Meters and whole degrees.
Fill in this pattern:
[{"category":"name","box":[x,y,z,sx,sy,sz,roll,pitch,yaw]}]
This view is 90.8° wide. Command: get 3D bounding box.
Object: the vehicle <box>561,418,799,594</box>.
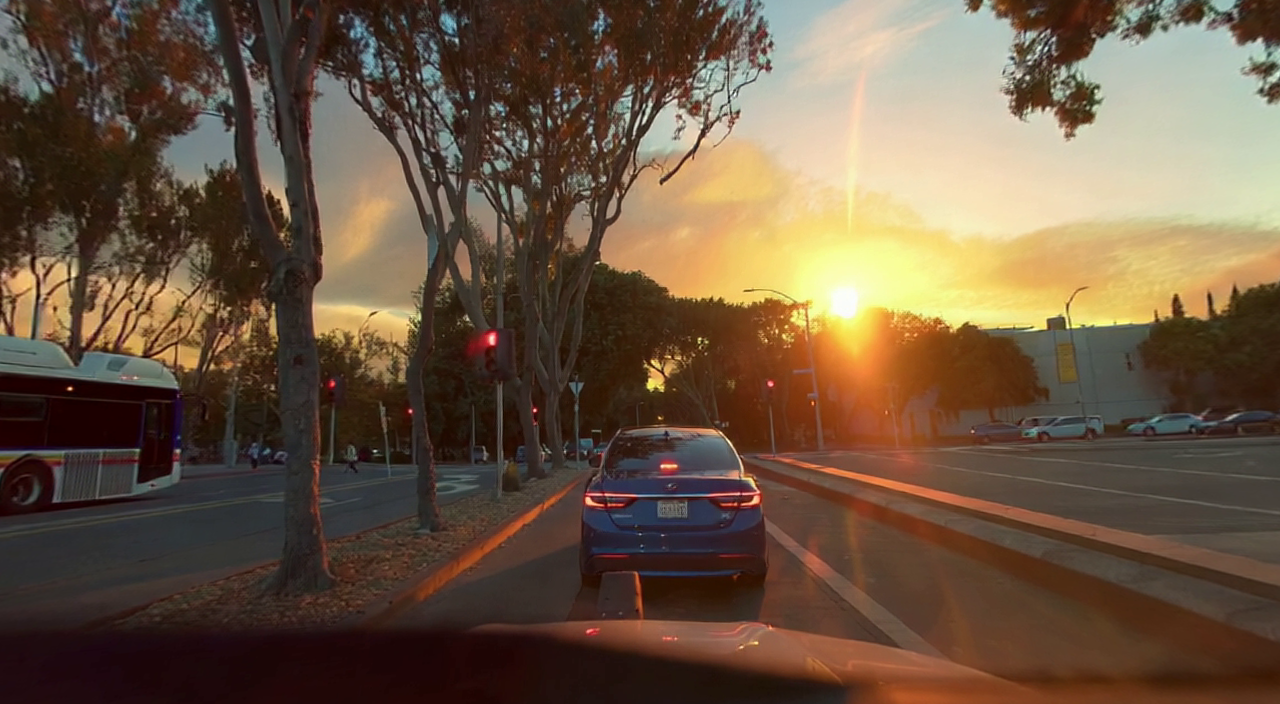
[{"category":"vehicle","box":[0.381,1.611,7.406,2.035,1.499,3.799,0,-8,1]}]
